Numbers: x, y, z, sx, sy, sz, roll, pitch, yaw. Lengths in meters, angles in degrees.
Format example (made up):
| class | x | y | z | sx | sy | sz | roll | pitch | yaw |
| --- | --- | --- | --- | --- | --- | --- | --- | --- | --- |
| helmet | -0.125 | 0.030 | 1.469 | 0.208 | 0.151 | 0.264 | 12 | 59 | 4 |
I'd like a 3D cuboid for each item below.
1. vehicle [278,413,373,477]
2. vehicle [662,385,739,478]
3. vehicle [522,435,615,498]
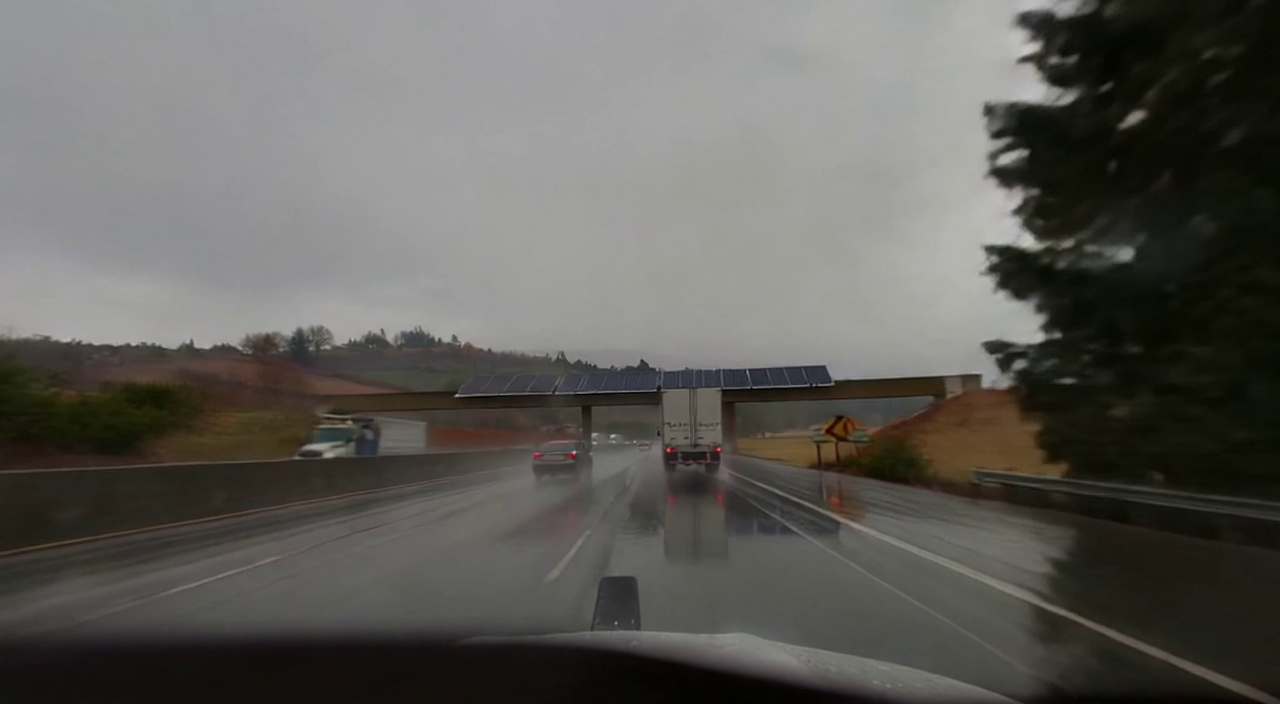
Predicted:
| class | x | y | z | sx | sy | sz | roll | pitch | yaw |
| --- | --- | --- | --- | --- | --- | --- | --- | --- | --- |
| vehicle | -20.971 | 6.247 | 42.402 | 2.969 | 3.972 | 5.940 | -1 | -8 | 3 |
| vehicle | 2.552 | 3.844 | 29.866 | 2.967 | 3.633 | 10.015 | -1 | -8 | 2 |
| vehicle | -1.923 | 3.260 | 18.390 | 2.066 | 1.581 | 4.268 | -1 | -8 | 2 |
